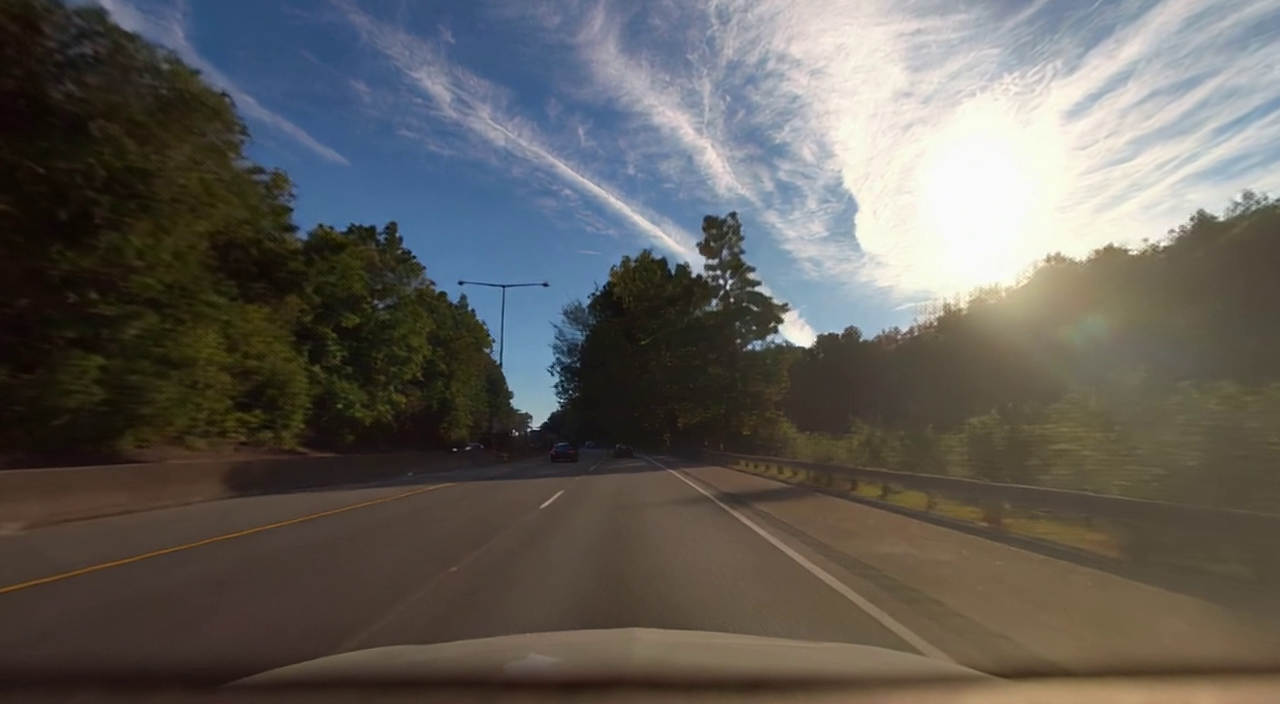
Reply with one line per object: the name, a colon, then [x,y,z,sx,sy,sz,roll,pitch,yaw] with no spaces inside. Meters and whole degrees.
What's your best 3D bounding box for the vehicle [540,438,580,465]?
vehicle: [-5.075,6.366,40.489,2.111,1.645,4.382,0,-8,-1]
